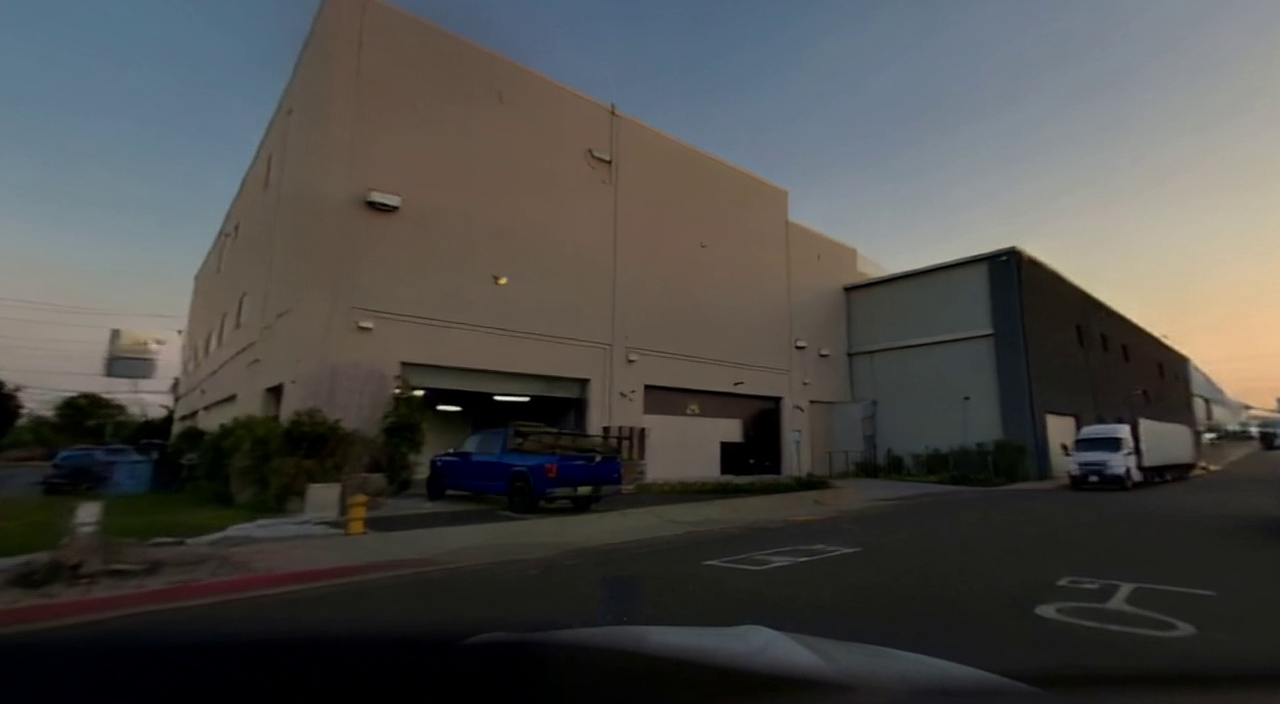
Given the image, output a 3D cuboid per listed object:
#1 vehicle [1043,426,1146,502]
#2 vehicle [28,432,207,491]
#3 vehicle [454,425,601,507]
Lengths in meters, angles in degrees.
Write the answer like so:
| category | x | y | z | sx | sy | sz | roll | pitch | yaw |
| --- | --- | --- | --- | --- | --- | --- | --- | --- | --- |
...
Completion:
| category | x | y | z | sx | sy | sz | roll | pitch | yaw |
| --- | --- | --- | --- | --- | --- | --- | --- | --- | --- |
| vehicle | 28.172 | 6.829 | 38.949 | 7.722 | 4.217 | 3.111 | 8 | -12 | -41 |
| vehicle | -20.843 | 4.372 | 25.361 | 1.997 | 2.103 | 5.207 | -9 | -13 | 44 |
| vehicle | -4.760 | 4.571 | 26.175 | 6.271 | 3.004 | 2.298 | -5 | -9 | 37 |
